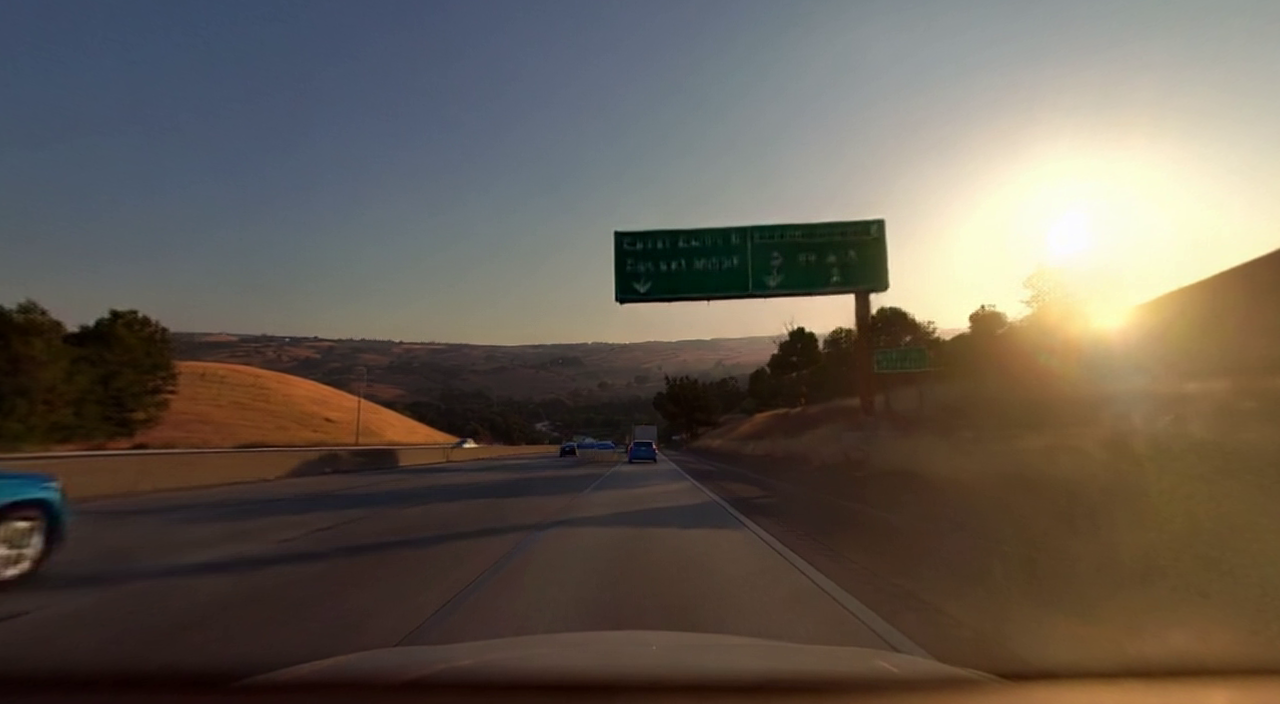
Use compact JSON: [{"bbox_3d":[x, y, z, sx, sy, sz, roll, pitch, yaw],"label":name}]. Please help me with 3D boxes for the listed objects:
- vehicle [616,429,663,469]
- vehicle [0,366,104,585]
[{"bbox_3d":[-0.014,5.154,33.668,2.309,1.915,5.130,0,-8,0],"label":"vehicle"},{"bbox_3d":[-6.910,0.840,3.800,2.323,1.947,5.672,0,-8,0],"label":"vehicle"}]
